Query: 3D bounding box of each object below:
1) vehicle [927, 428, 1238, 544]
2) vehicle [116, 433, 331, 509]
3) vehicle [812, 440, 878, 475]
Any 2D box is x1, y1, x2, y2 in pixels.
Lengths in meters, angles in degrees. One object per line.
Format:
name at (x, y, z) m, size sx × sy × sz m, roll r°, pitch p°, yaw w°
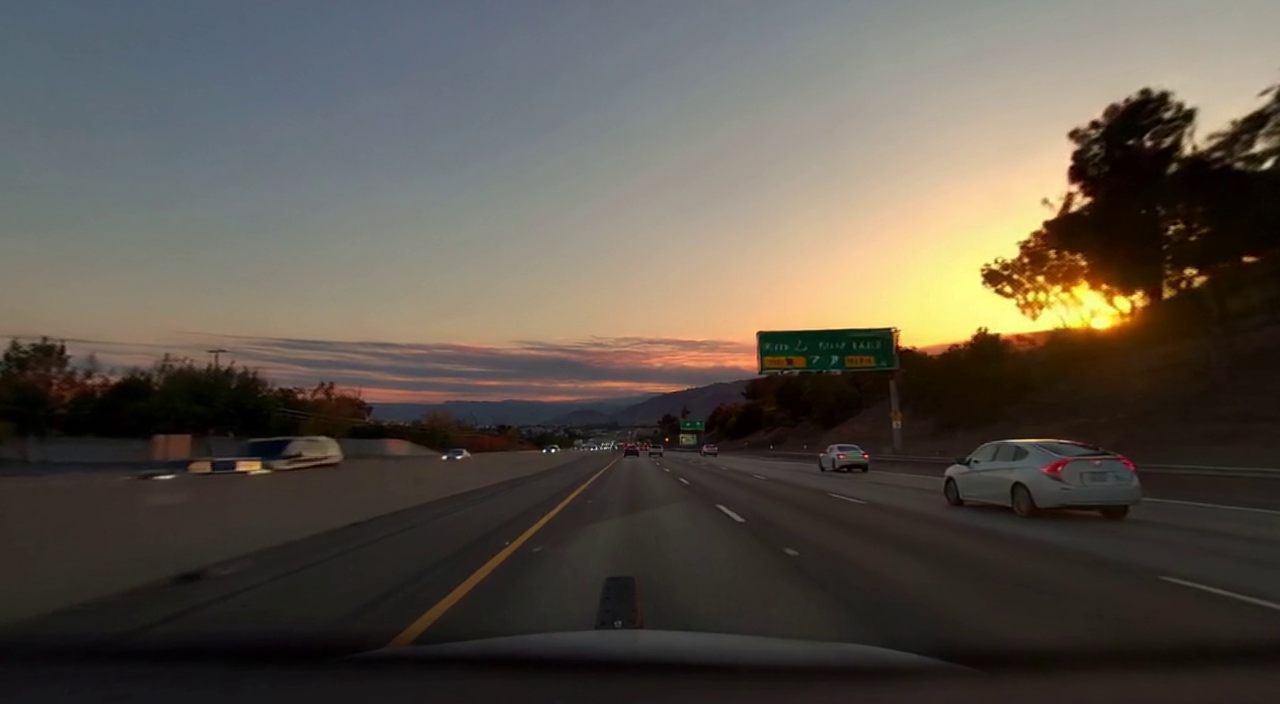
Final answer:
vehicle at (7.109, 2.171, 10.992) m, size 1.901 × 1.548 × 4.684 m, roll 0°, pitch -8°, yaw -2°
vehicle at (-9.672, 2.780, 15.289) m, size 2.073 × 1.518 × 4.635 m, roll 0°, pitch -8°, yaw 0°
vehicle at (10.907, 5.604, 33.954) m, size 2.068 × 1.680 × 4.361 m, roll -1°, pitch -8°, yaw 0°
